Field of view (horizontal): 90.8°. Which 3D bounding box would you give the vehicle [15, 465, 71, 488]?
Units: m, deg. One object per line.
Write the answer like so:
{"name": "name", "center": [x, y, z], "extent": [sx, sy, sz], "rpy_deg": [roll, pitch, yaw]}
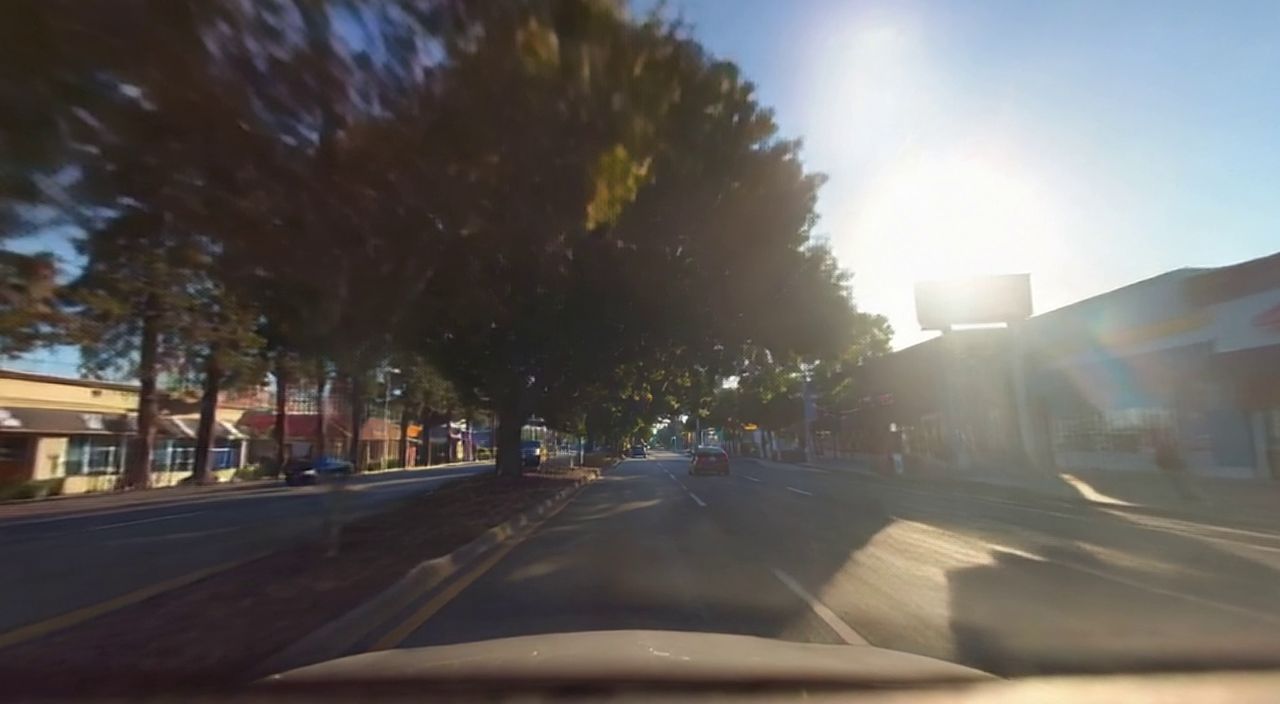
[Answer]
{"name": "vehicle", "center": [-45.413, 9.433, 48.159], "extent": [1.856, 1.488, 4.394], "rpy_deg": [5, -10, -28]}

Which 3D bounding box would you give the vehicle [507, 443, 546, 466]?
{"name": "vehicle", "center": [-8.870, 8.087, 49.863], "extent": [2.157, 1.720, 4.563], "rpy_deg": [0, -9, 1]}

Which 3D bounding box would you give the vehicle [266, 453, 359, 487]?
{"name": "vehicle", "center": [-15.601, 5.613, 30.418], "extent": [2.000, 1.452, 4.469], "rpy_deg": [0, -9, 1]}

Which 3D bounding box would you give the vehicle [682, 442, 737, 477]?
{"name": "vehicle", "center": [3.157, 5.006, 29.631], "extent": [1.983, 1.482, 4.463], "rpy_deg": [0, -9, -1]}
